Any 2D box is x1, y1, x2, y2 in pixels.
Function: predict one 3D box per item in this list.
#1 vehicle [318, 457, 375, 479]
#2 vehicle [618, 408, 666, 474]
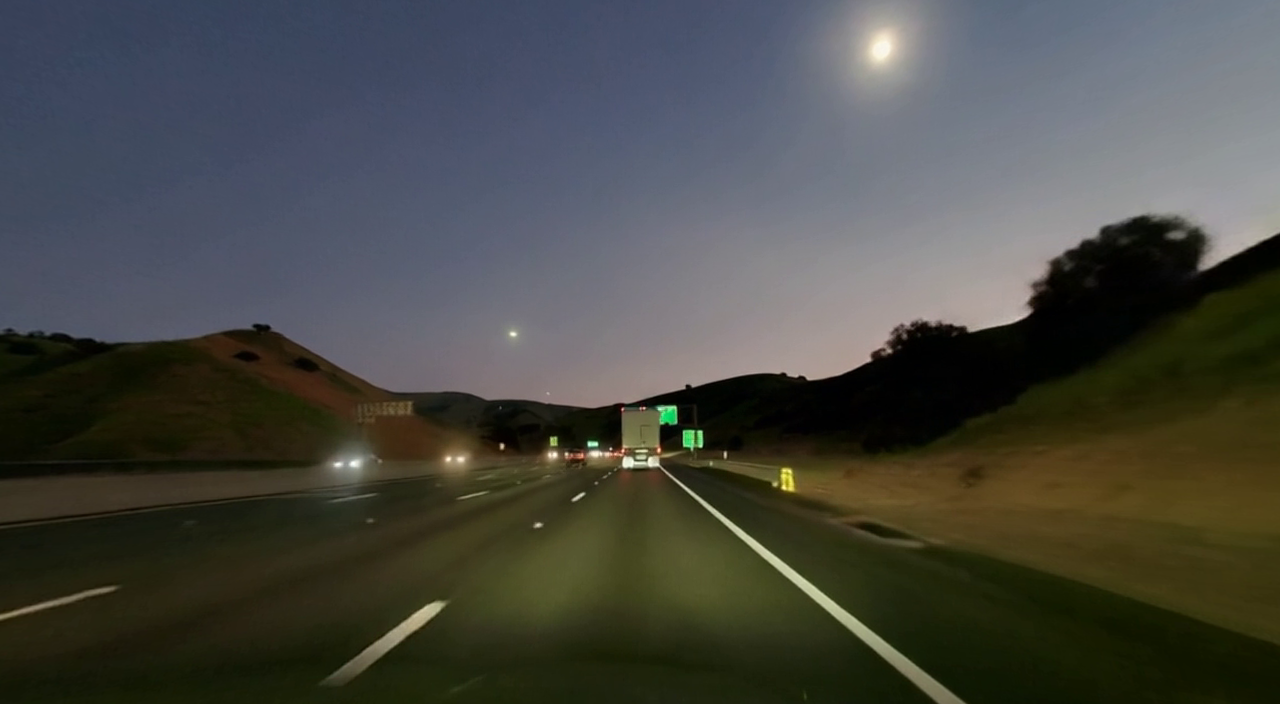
[{"bbox_3d":[-21.706,8.575,46.785,2.020,1.500,4.501,0,-9,2],"label":"vehicle"},{"bbox_3d":[0.236,6.552,45.761,3.039,4.131,11.822,0,-9,1],"label":"vehicle"}]
